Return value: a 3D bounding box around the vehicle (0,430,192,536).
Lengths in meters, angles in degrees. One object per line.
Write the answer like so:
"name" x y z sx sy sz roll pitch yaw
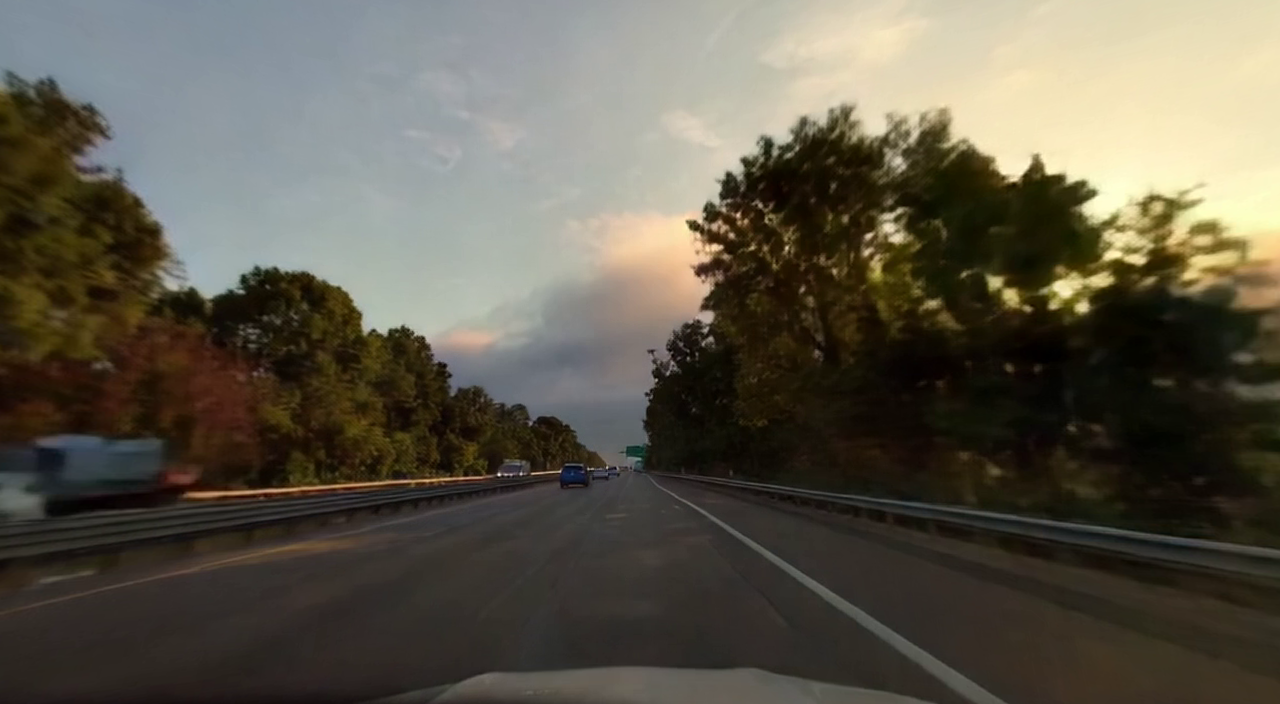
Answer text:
"vehicle" -17.411 3.882 19.040 2.252 2.648 7.327 1 -10 0

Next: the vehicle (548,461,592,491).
"vehicle" -4.041 7.274 37.115 2.068 1.592 4.479 1 -10 0
